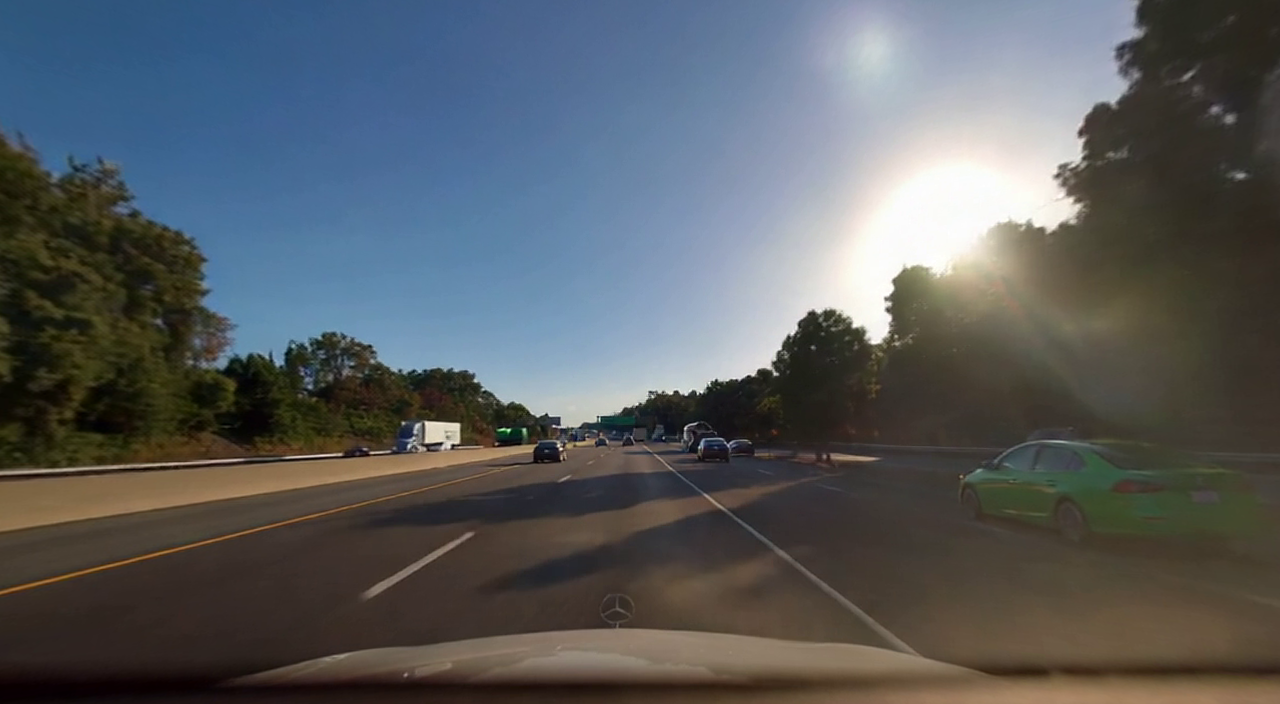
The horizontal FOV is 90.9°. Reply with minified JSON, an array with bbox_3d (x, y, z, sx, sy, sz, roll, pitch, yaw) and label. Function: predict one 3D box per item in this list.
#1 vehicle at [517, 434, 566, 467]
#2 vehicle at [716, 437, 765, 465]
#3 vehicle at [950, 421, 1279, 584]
[{"bbox_3d":[-4.991,5.026,32.471,1.966,1.570,3.859,0,-8,-1],"label":"vehicle"},{"bbox_3d":[5.463,5.402,34.696,1.920,1.436,3.890,0,-8,-2],"label":"vehicle"},{"bbox_3d":[6.054,1.667,7.980,2.028,1.488,4.236,0,-8,-1],"label":"vehicle"}]
